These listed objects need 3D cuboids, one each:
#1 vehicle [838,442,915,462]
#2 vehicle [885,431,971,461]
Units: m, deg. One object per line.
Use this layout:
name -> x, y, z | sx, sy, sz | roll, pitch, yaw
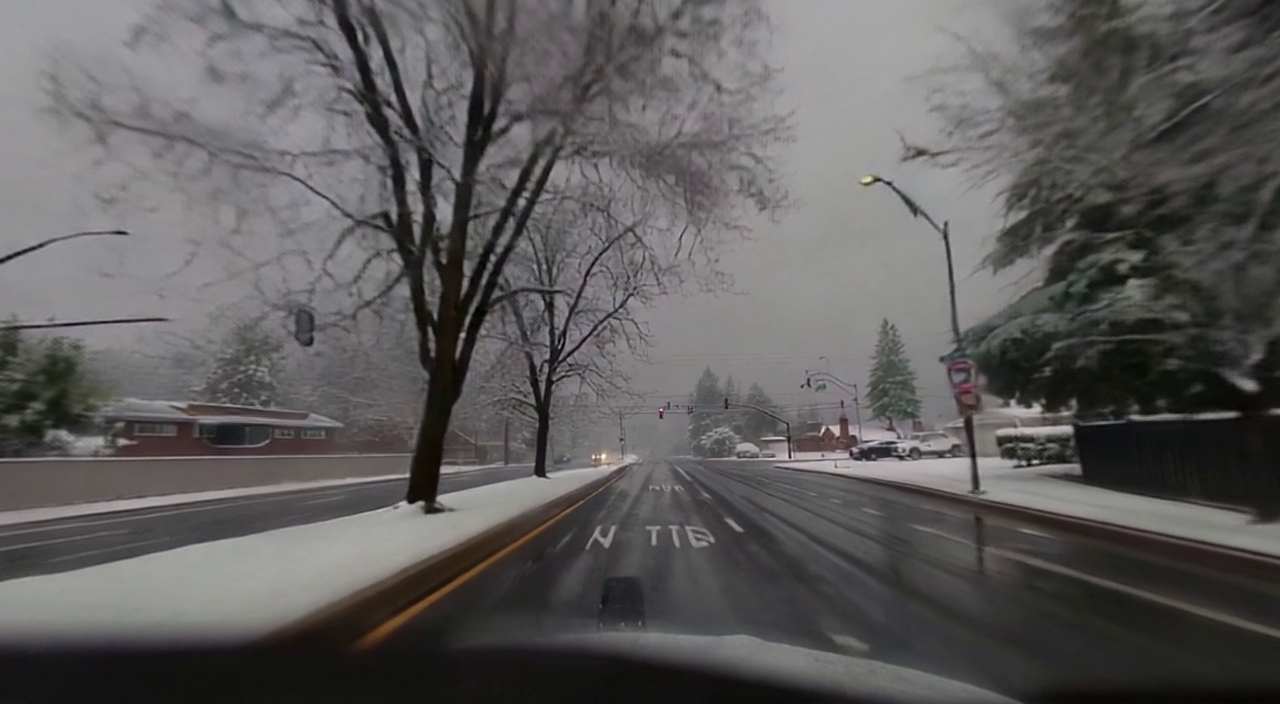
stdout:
vehicle -> 18.361, 7.754, 48.852 | 5.126, 1.469, 2.009 | 0, -8, 0
vehicle -> 18.732, 6.130, 40.962 | 4.611, 1.920, 2.043 | 0, -8, -2
